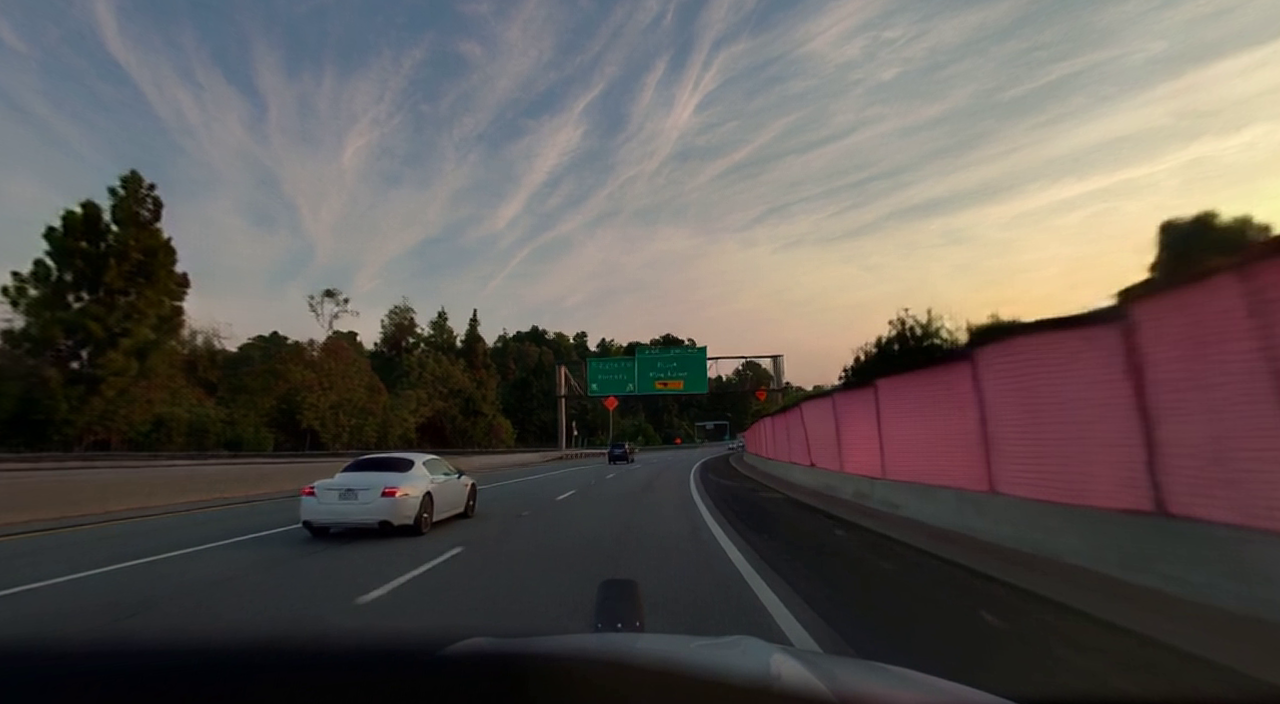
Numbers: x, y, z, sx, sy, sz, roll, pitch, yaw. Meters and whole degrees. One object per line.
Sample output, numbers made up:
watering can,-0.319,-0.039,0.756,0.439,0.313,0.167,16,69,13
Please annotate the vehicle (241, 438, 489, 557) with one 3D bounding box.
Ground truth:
vehicle,-3.853,2.095,9.819,1.746,1.405,4.339,-1,-9,2

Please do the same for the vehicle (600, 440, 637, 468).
vehicle,-1.304,6.496,40.367,1.833,1.697,3.984,-1,-9,6
